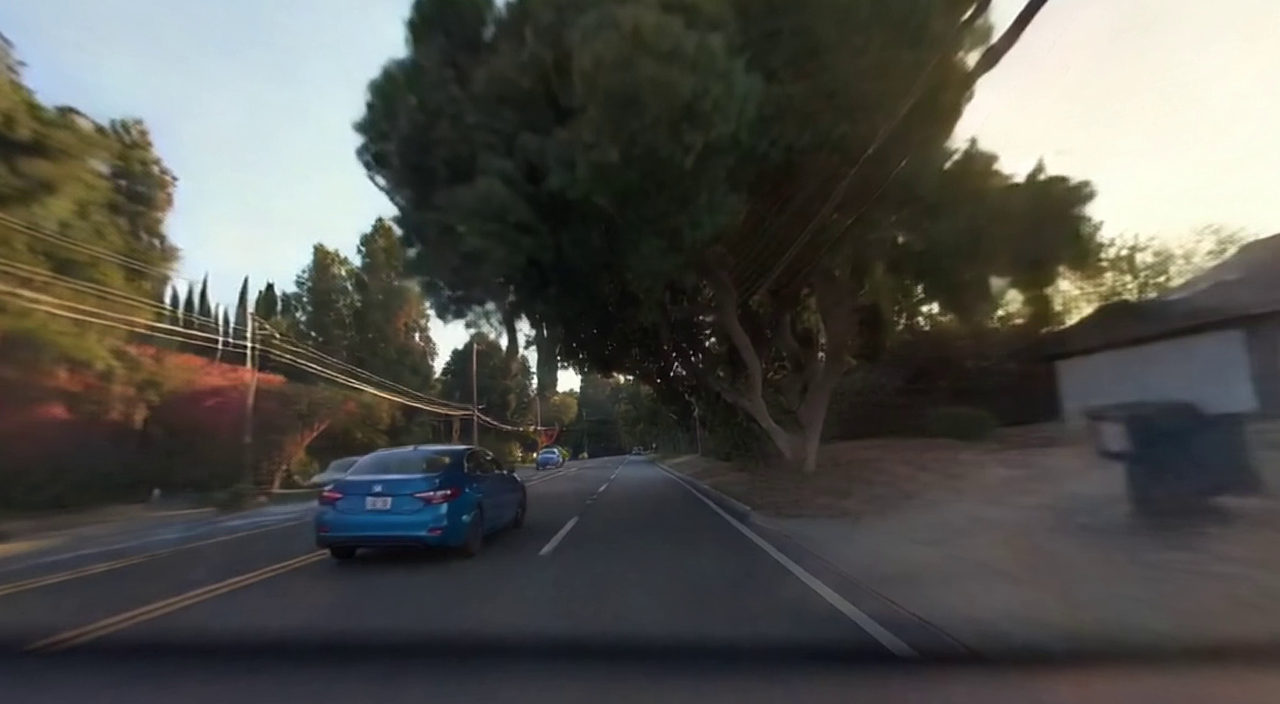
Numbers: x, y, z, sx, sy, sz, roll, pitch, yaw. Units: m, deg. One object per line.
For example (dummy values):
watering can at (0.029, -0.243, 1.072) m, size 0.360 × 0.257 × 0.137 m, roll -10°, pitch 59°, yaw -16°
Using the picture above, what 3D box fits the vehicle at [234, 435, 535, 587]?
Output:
vehicle at (-3.028, 1.995, 8.967) m, size 2.085 × 1.512 × 5.023 m, roll -1°, pitch -8°, yaw 1°
